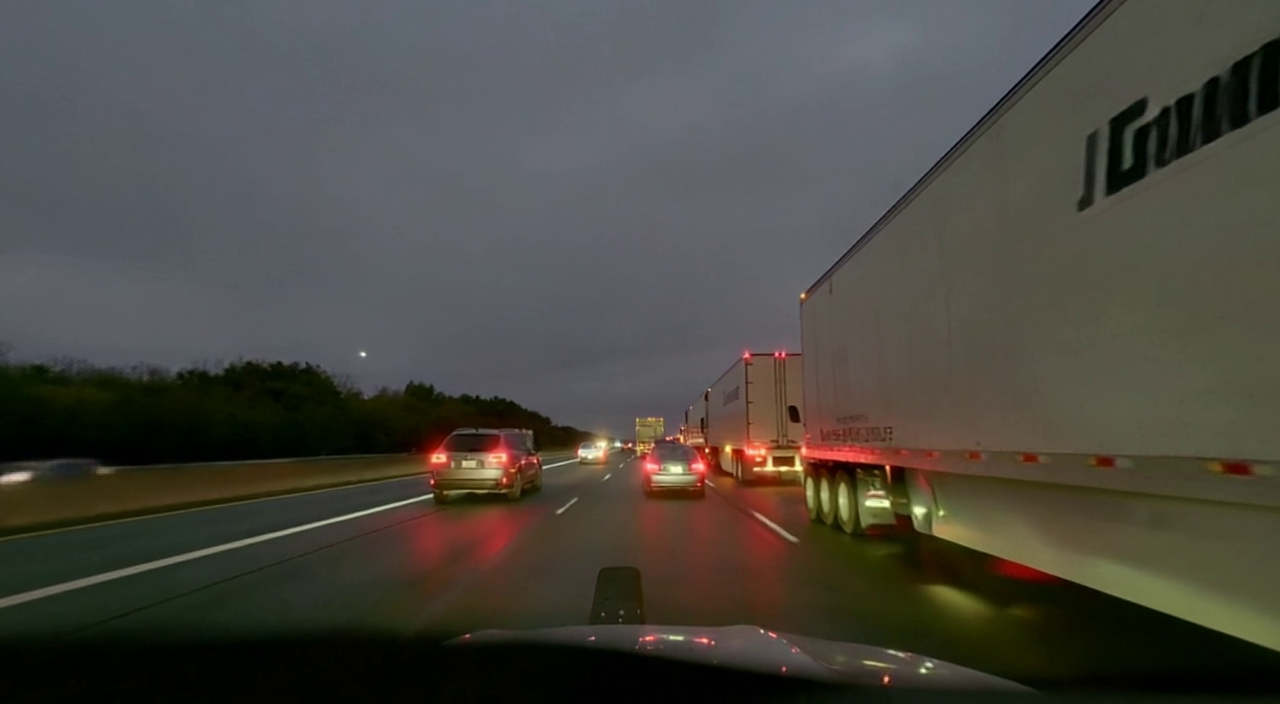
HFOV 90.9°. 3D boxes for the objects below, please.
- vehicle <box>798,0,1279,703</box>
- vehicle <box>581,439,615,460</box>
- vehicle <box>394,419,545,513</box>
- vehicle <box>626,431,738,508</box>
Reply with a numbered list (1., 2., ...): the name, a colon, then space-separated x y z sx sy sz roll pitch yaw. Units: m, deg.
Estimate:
1. vehicle: 4.536 -0.270 4.117 2.967 4.347 15.373 0 -8 0
2. vehicle: -3.191 7.518 48.995 2.181 1.538 4.169 0 -8 2
3. vehicle: -3.512 2.419 14.008 2.006 1.729 4.447 0 -8 2
4. vehicle: 0.814 2.606 14.606 2.200 1.495 4.282 0 -8 0
